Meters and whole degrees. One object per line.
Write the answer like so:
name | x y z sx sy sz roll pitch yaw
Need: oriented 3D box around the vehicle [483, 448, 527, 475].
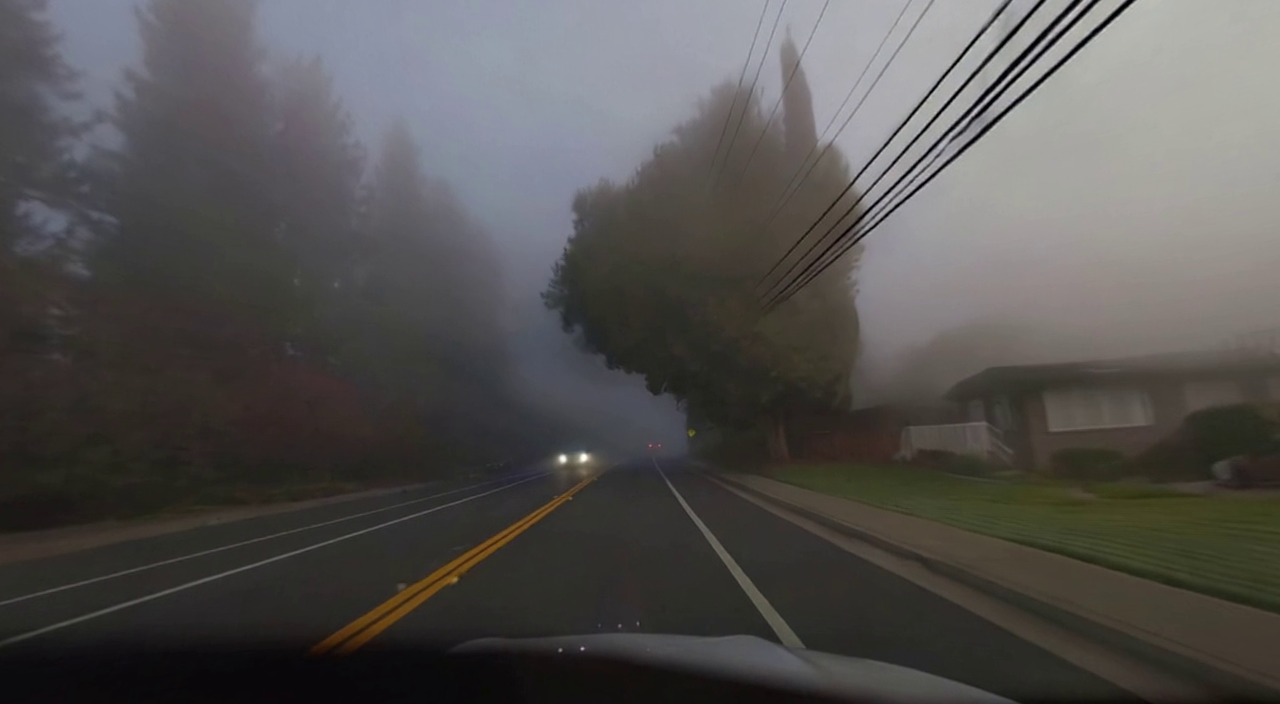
vehicle | -9.791 7.983 46.292 2.269 1.861 4.422 0 -8 0

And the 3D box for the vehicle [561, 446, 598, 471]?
vehicle | -3.827 6.785 40.588 1.889 1.503 4.232 0 -8 1
